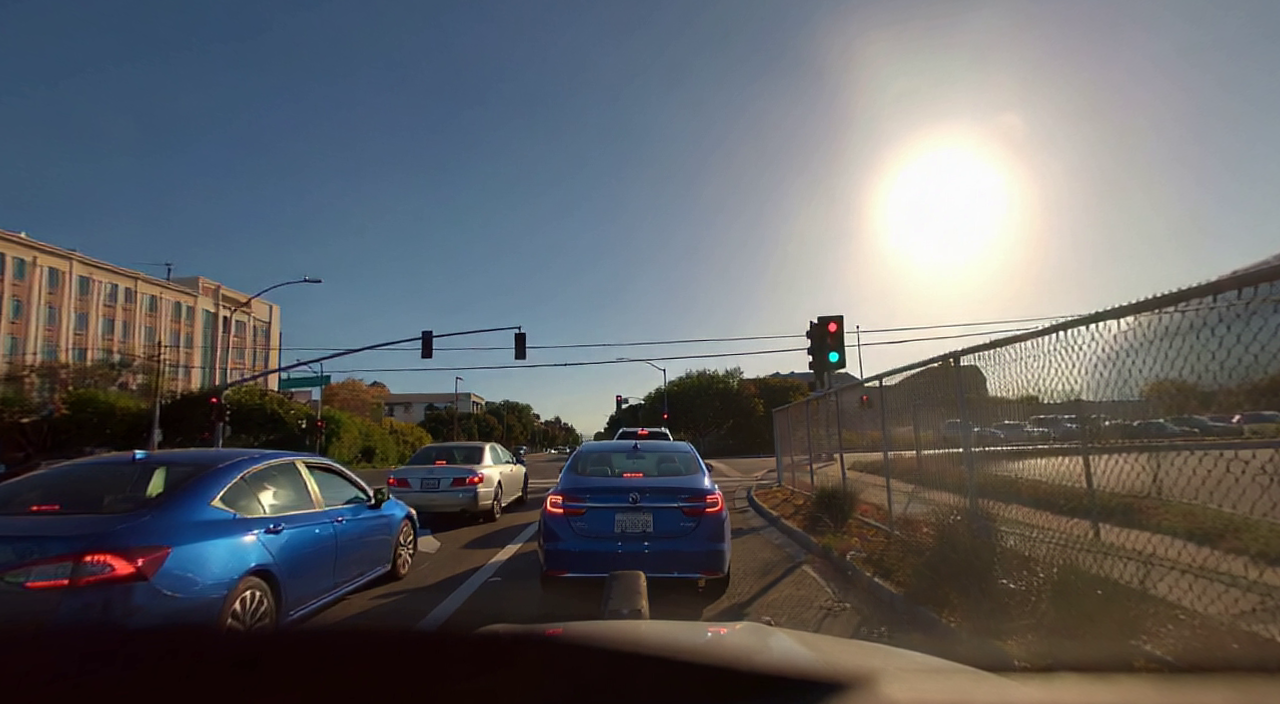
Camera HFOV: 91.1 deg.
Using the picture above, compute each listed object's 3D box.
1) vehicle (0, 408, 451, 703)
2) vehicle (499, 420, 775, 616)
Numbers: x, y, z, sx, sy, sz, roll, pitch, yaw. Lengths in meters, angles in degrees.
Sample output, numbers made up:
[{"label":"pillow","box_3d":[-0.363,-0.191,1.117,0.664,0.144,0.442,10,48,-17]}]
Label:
[{"label":"vehicle","box_3d":[-3.209,1.318,4.861,1.971,1.488,4.581,0,-9,1]},{"label":"vehicle","box_3d":[-0.016,1.602,6.989,2.144,1.514,4.063,0,-9,0]}]
